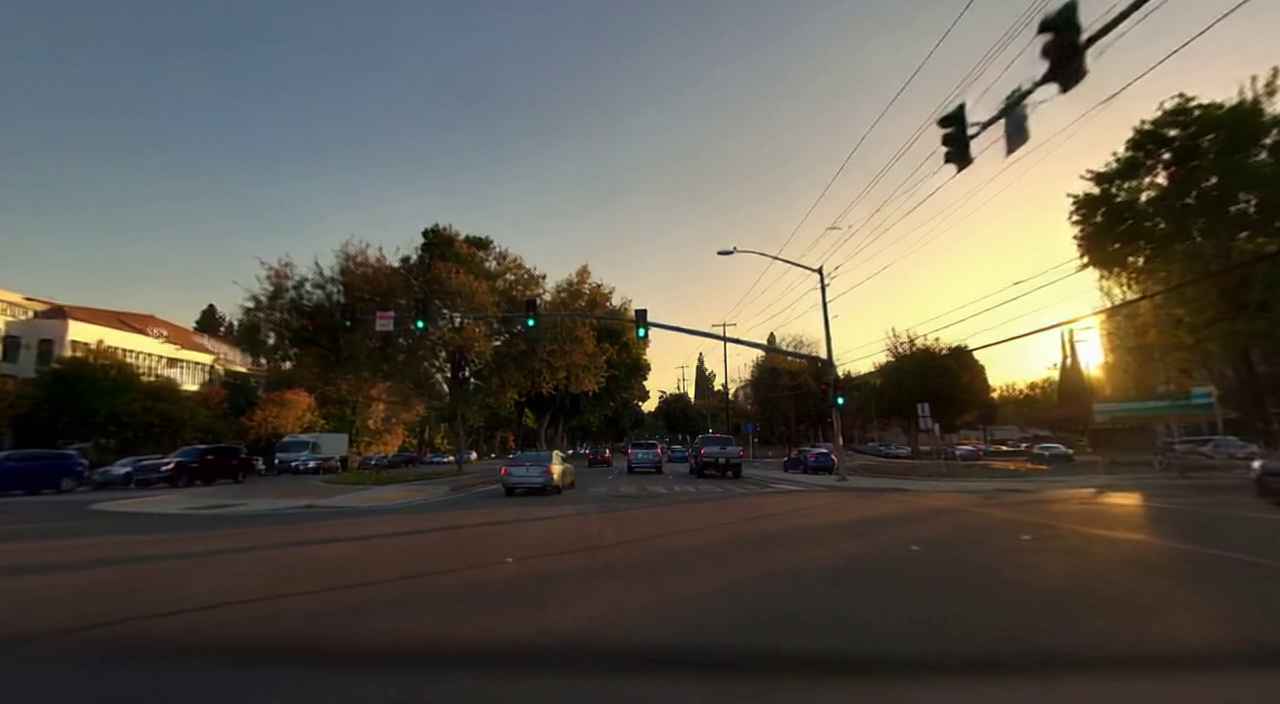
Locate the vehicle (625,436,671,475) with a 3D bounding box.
[{"bbox_3d":[0.508,6.293,38.636,2.643,2.145,5.585,0,-9,1],"label":"vehicle"}]

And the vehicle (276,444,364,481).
[{"bbox_3d":[-17.517,6.038,34.928,2.000,1.894,5.301,0,-9,1],"label":"vehicle"}]

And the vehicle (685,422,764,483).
[{"bbox_3d":[3.956,4.925,31.224,2.905,2.636,6.895,0,-9,0],"label":"vehicle"}]

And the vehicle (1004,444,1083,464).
[{"bbox_3d":[30.788,7.749,48.329,1.868,1.447,4.690,5,-10,-28],"label":"vehicle"}]

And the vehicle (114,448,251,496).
[{"bbox_3d":[-18.058,4.714,25.279,1.958,1.683,4.559,0,-9,2],"label":"vehicle"}]

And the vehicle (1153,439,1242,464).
[{"bbox_3d":[34.615,6.181,39.347,1.658,1.506,3.747,2,-9,-12],"label":"vehicle"}]

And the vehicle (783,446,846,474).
[{"bbox_3d":[10.835,6.735,39.556,2.010,1.633,4.246,2,-9,-13],"label":"vehicle"}]

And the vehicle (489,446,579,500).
[{"bbox_3d":[-3.201,3.736,20.009,1.939,1.494,4.499,0,-9,2],"label":"vehicle"}]

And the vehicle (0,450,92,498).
[{"bbox_3d":[-24.550,4.743,24.444,2.224,1.759,4.994,-4,-9,0],"label":"vehicle"}]

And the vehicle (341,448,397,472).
[{"bbox_3d":[-20.553,8.216,48.161,2.129,1.668,4.614,-1,-9,1],"label":"vehicle"}]
